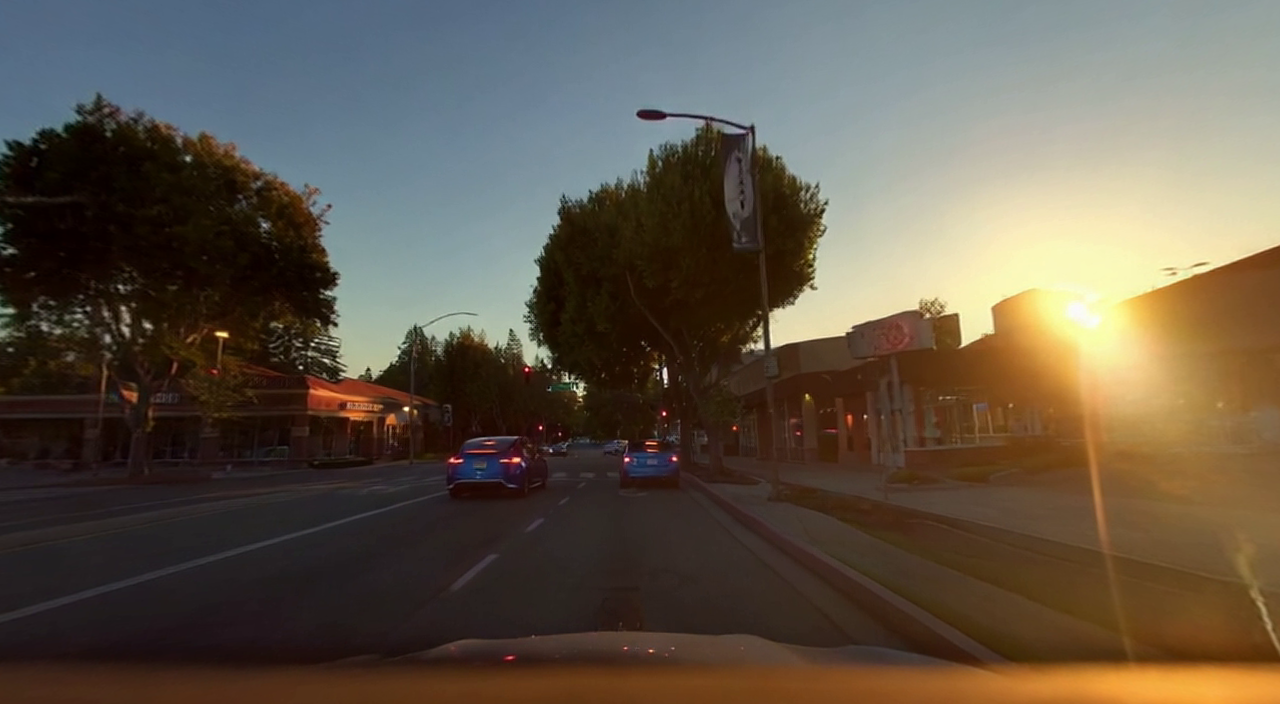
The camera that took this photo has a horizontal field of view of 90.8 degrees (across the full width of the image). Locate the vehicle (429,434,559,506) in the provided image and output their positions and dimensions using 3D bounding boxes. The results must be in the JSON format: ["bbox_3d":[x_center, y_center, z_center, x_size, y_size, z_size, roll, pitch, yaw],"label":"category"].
[{"bbox_3d":[-3.286,2.749,15.185,2.032,1.467,4.411,0,-8,1],"label":"vehicle"}]

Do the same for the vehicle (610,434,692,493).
[{"bbox_3d":[0.268,3.122,18.008,2.059,1.456,4.047,0,-8,0],"label":"vehicle"}]
